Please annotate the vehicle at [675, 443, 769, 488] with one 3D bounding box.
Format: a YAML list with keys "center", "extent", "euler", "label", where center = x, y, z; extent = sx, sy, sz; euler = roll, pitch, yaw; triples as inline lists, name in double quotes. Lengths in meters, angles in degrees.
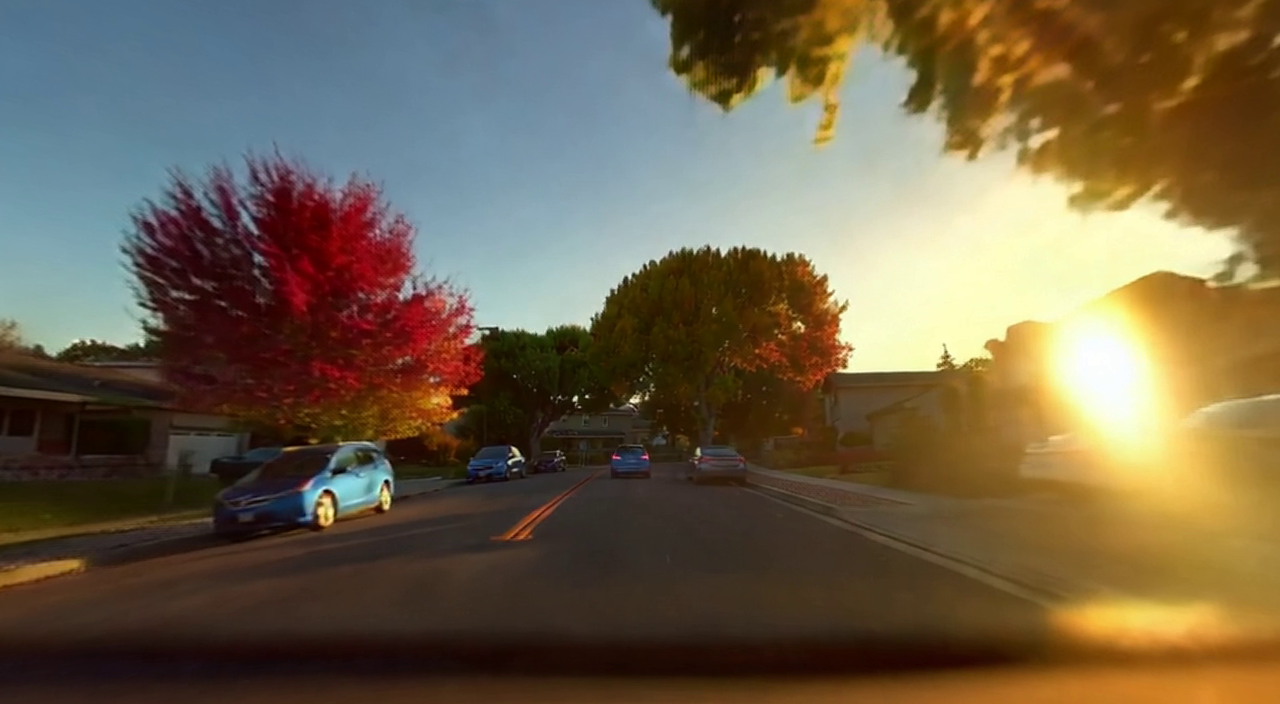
- center: [2.894, 4.166, 23.455]
  extent: [2.429, 1.502, 4.474]
  euler: [1, -9, -7]
  label: "vehicle"

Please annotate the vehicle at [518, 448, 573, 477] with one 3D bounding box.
- center: [-6.441, 7.590, 43.668]
  extent: [2.641, 1.747, 4.738]
  euler: [-3, -9, 6]
  label: "vehicle"

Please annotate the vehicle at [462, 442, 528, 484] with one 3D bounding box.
- center: [-7.026, 5.437, 31.131]
  extent: [2.235, 1.851, 4.662]
  euler: [-2, -9, -1]
  label: "vehicle"

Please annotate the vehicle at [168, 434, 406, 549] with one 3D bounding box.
- center: [-6.700, 2.628, 12.853]
  extent: [2.254, 1.773, 4.795]
  euler: [-2, -8, -2]
  label: "vehicle"

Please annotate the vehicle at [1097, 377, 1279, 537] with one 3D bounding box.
- center: [9.739, 1.356, 9.004]
  extent: [4.813, 1.914, 2.041]
  euler: [-3, -9, -5]
  label: "vehicle"

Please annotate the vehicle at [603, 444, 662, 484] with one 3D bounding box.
- center: [-0.334, 4.507, 25.691]
  extent: [2.192, 1.474, 4.192]
  euler: [0, -9, -1]
  label: "vehicle"
